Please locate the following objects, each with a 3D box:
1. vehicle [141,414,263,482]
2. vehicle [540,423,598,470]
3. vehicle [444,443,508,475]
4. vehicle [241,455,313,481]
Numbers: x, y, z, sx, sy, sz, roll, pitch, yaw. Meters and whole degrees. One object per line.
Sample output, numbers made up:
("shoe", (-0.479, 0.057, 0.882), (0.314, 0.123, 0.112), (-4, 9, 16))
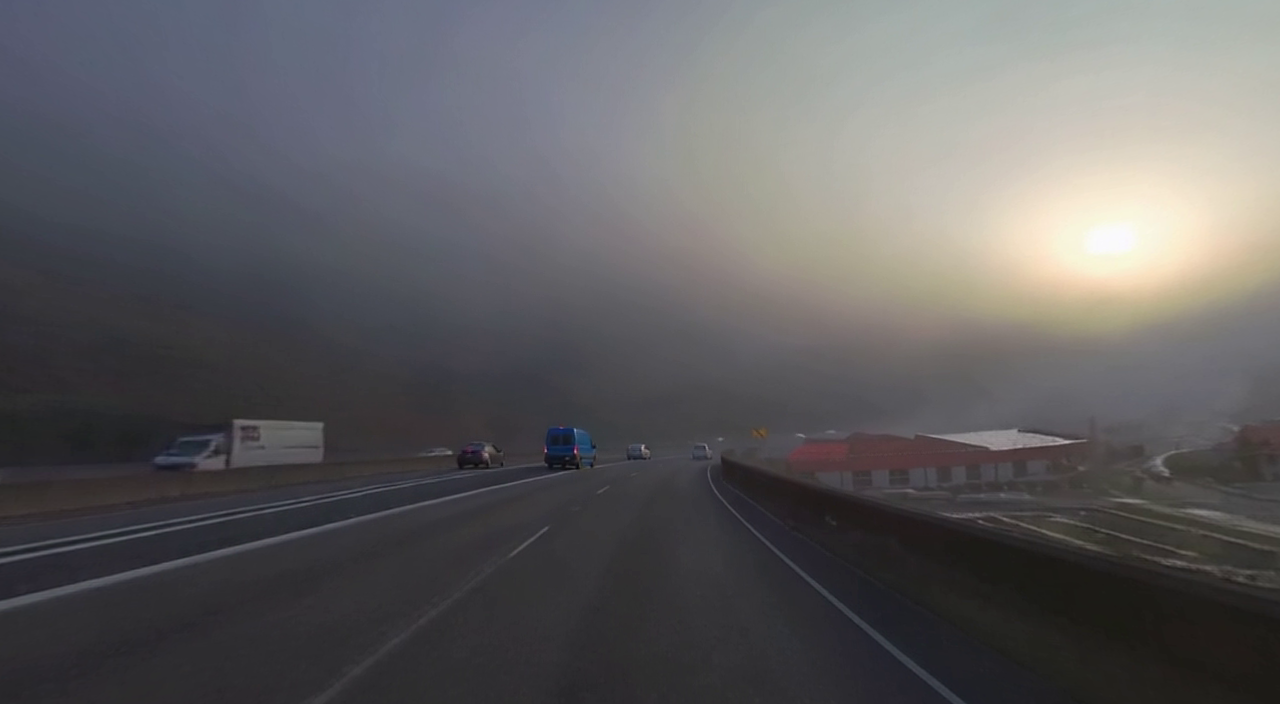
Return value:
("vehicle", (-28.328, 6.280, 41.297), (3.004, 4.015, 6.271), (-1, -9, 4))
("vehicle", (-4.351, 6.046, 40.245), (2.314, 2.703, 6.441), (-1, -9, 6))
("vehicle", (-8.471, 5.561, 33.093), (1.821, 1.524, 4.342), (-1, -9, 6))
("vehicle", (-23.631, 7.558, 41.358), (1.840, 1.530, 4.453), (-1, -9, 4))
